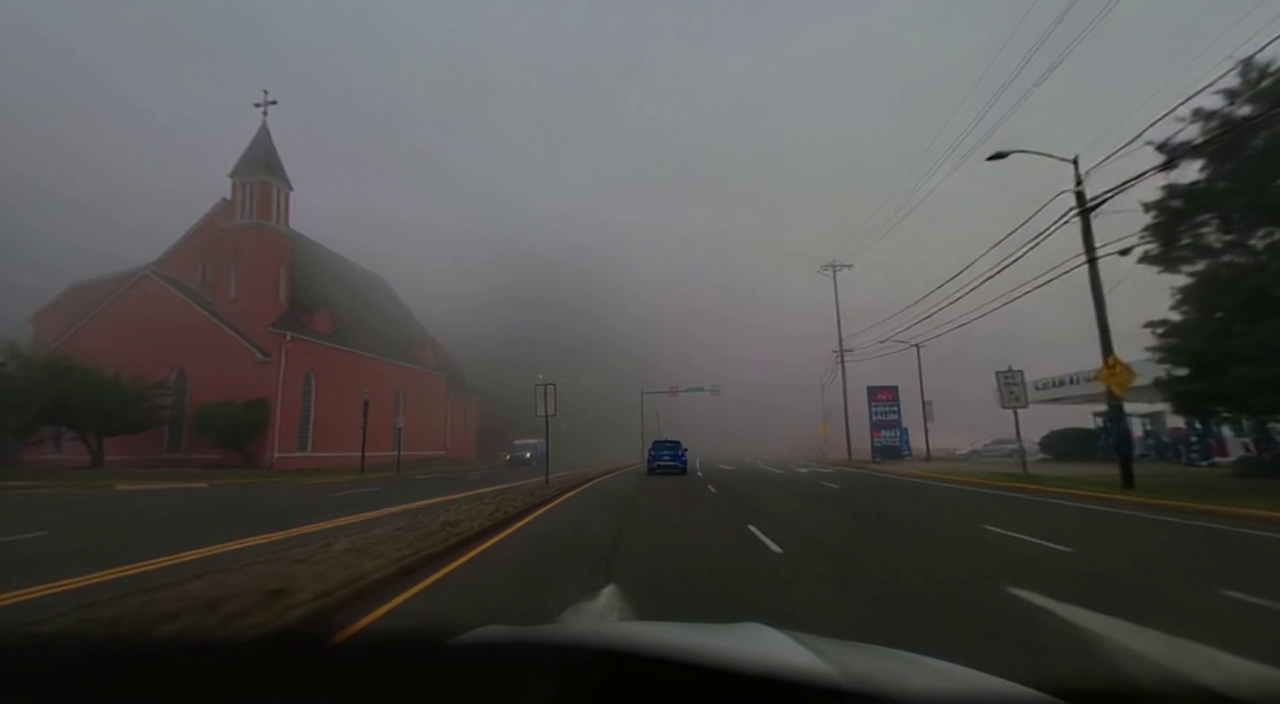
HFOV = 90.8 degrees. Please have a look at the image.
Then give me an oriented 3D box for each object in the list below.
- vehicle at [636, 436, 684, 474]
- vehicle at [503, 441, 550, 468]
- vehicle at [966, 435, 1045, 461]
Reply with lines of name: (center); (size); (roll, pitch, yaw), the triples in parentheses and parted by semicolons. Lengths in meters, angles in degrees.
vehicle: (0.968, 4.747, 29.226); (2.032, 1.621, 4.082); (-1, -9, 3)
vehicle: (-8.496, 7.720, 47.663); (2.159, 1.850, 4.944); (-1, -9, 6)
vehicle: (26.455, 6.939, 45.796); (4.510, 1.733, 2.066); (0, -8, -8)
